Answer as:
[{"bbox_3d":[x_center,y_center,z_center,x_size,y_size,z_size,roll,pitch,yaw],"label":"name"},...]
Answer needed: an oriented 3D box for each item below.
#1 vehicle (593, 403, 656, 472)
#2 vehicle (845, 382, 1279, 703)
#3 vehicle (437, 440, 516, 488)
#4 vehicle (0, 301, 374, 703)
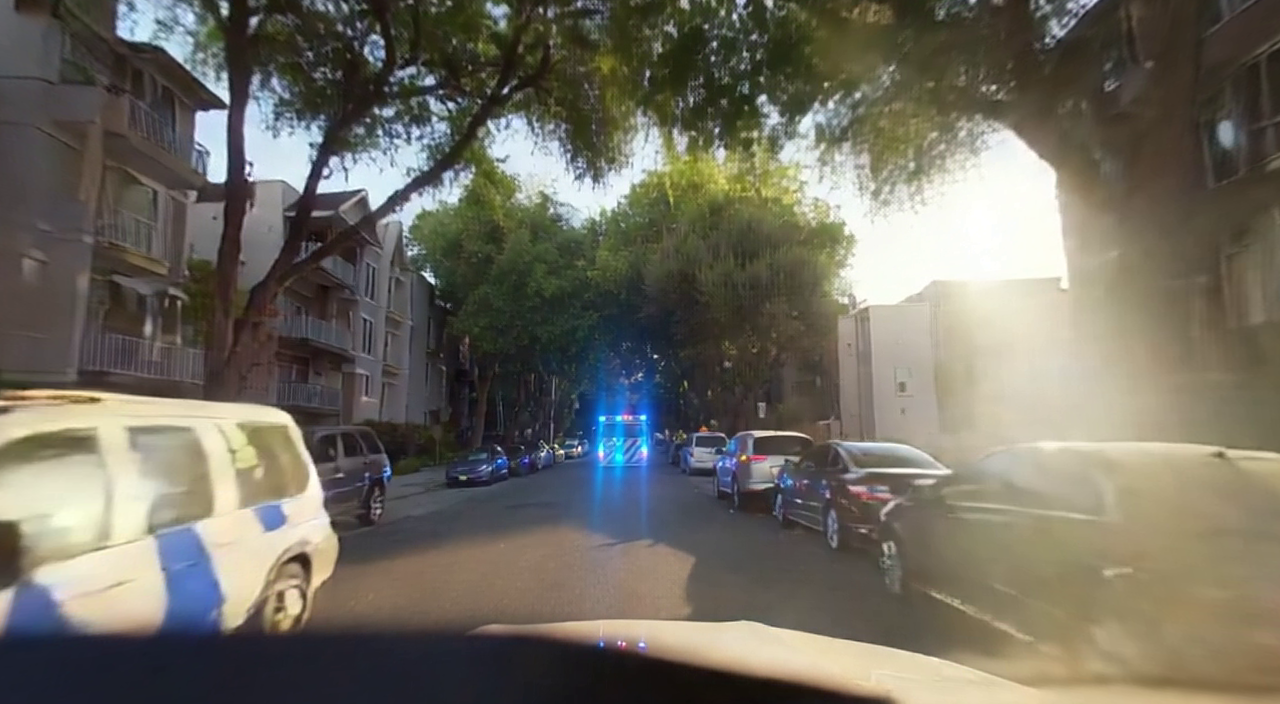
[{"bbox_3d":[-0.768,4.285,31.457,2.754,3.008,7.730,0,-8,-1],"label":"vehicle"},{"bbox_3d":[3.152,1.190,4.096,2.035,1.549,4.373,2,-8,-3],"label":"vehicle"},{"bbox_3d":[-6.136,4.221,24.224,1.967,1.492,4.781,-4,-8,-4],"label":"vehicle"},{"bbox_3d":[-3.114,0.881,2.873,2.029,1.802,4.229,-1,-8,-1],"label":"vehicle"}]
